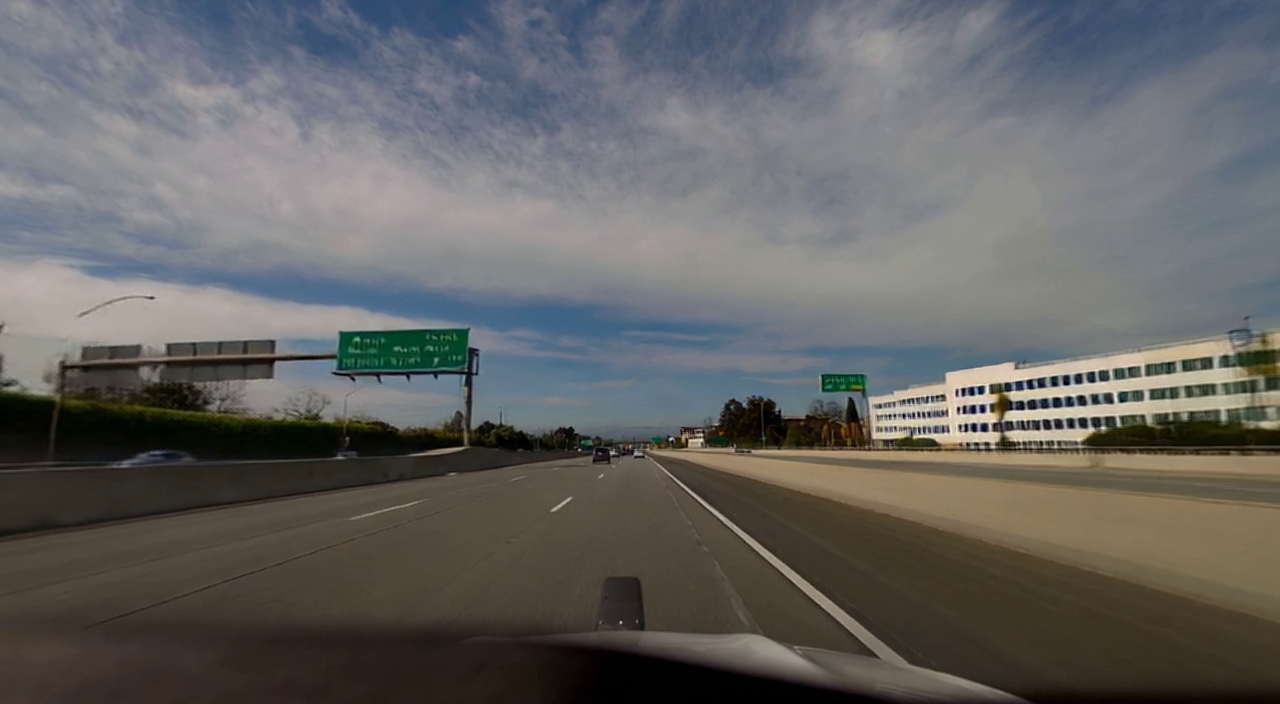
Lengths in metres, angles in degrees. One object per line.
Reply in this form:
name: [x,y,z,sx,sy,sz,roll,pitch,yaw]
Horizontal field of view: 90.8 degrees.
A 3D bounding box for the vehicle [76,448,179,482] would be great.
vehicle: [-24.565,5.392,30.464,1.783,1.471,3.811,0,-9,-1]
